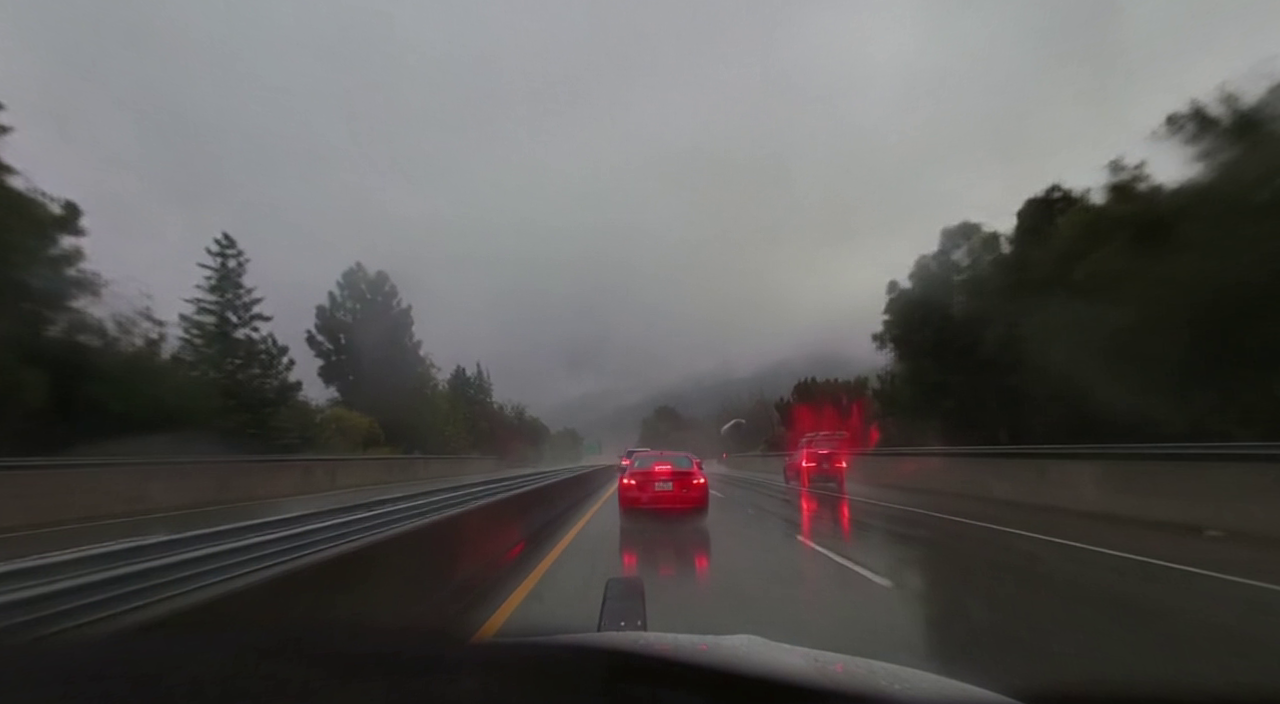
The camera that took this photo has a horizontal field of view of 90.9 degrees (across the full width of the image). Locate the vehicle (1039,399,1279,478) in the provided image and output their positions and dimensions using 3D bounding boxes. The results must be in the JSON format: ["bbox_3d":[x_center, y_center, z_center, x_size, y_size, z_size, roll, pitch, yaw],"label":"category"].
[{"bbox_3d":[31.592,5.530,39.248,2.822,3.996,14.073,1,-9,-7],"label":"vehicle"}]

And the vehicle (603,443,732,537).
[{"bbox_3d":[0.423,2.535,12.126,2.076,1.485,3.774,0,-9,-1],"label":"vehicle"}]

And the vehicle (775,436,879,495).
[{"bbox_3d":[6.379,3.936,22.167,2.177,1.827,4.565,0,-9,-1],"label":"vehicle"}]

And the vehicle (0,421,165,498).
[{"bbox_3d":[-33.472,6.448,38.398,2.902,3.981,7.819,-3,-8,0],"label":"vehicle"}]
